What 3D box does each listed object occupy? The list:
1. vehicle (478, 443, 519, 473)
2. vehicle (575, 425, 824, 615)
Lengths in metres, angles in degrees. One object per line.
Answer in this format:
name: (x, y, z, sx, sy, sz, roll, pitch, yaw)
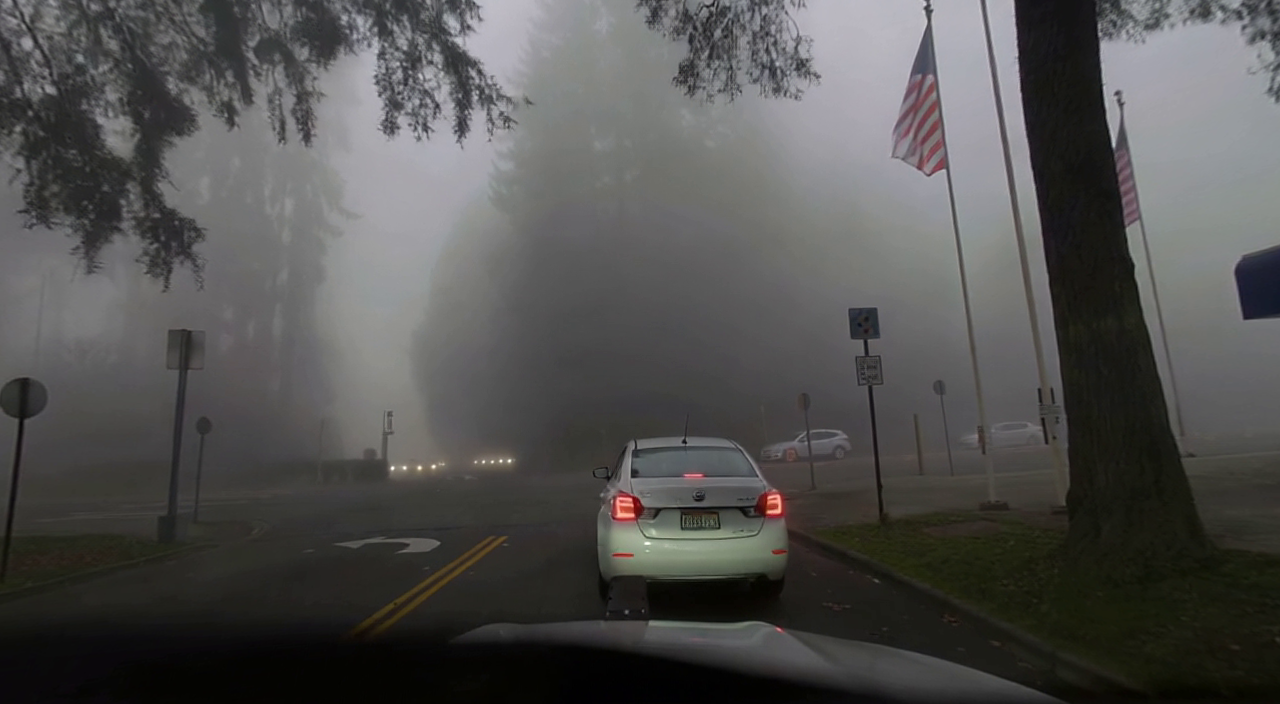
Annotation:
vehicle: (-9.996, 7.500, 44.802, 2.212, 1.948, 4.537, 0, -9, -6)
vehicle: (0.383, 1.617, 6.896, 1.985, 1.463, 3.647, 0, -9, -3)
